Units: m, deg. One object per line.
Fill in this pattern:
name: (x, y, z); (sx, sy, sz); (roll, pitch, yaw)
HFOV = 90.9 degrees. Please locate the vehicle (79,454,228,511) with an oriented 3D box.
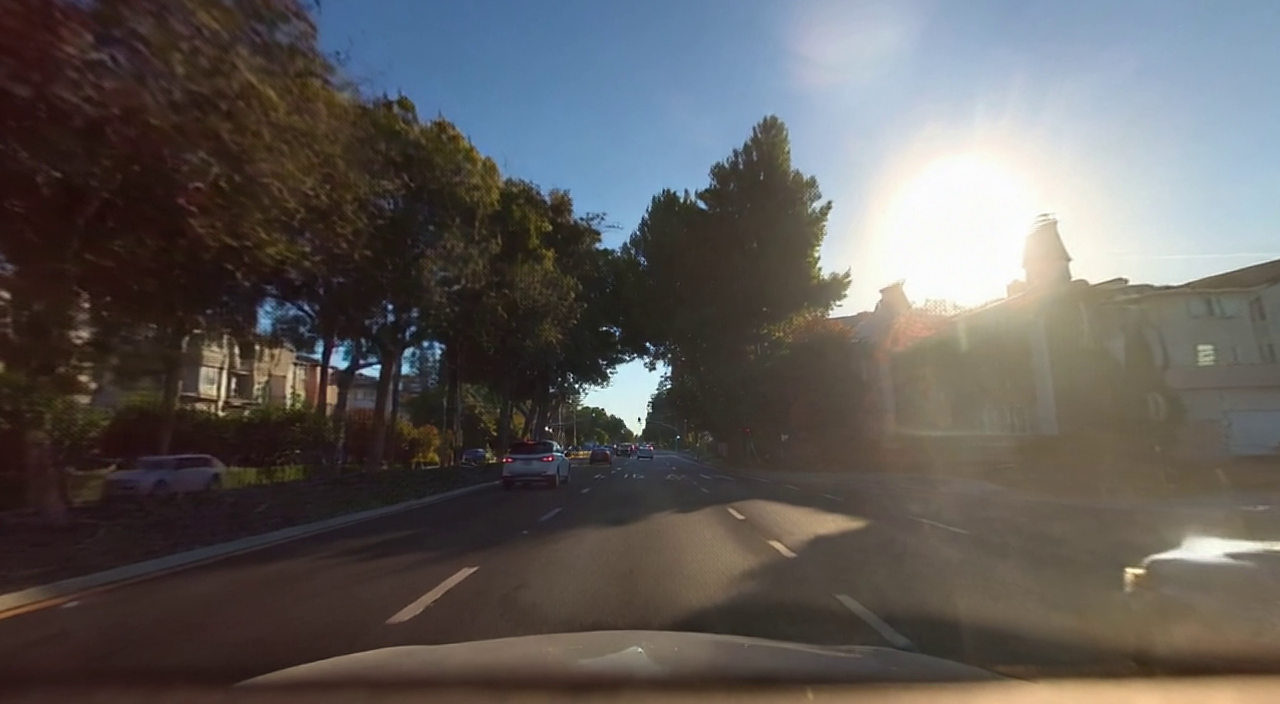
vehicle: (-17.431, 4.643, 22.919); (1.899, 1.790, 4.340); (0, -8, 0)

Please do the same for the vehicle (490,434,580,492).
vehicle: (-3.611, 3.940, 22.777); (2.216, 1.828, 4.886); (0, -8, 2)

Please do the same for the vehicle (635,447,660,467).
vehicle: (0.625, 8.298, 49.961); (1.940, 1.501, 4.133); (0, -8, 1)

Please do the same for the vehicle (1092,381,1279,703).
vehicle: (3.188, 0.676, 0.881); (1.945, 1.530, 4.320); (0, -8, 1)
